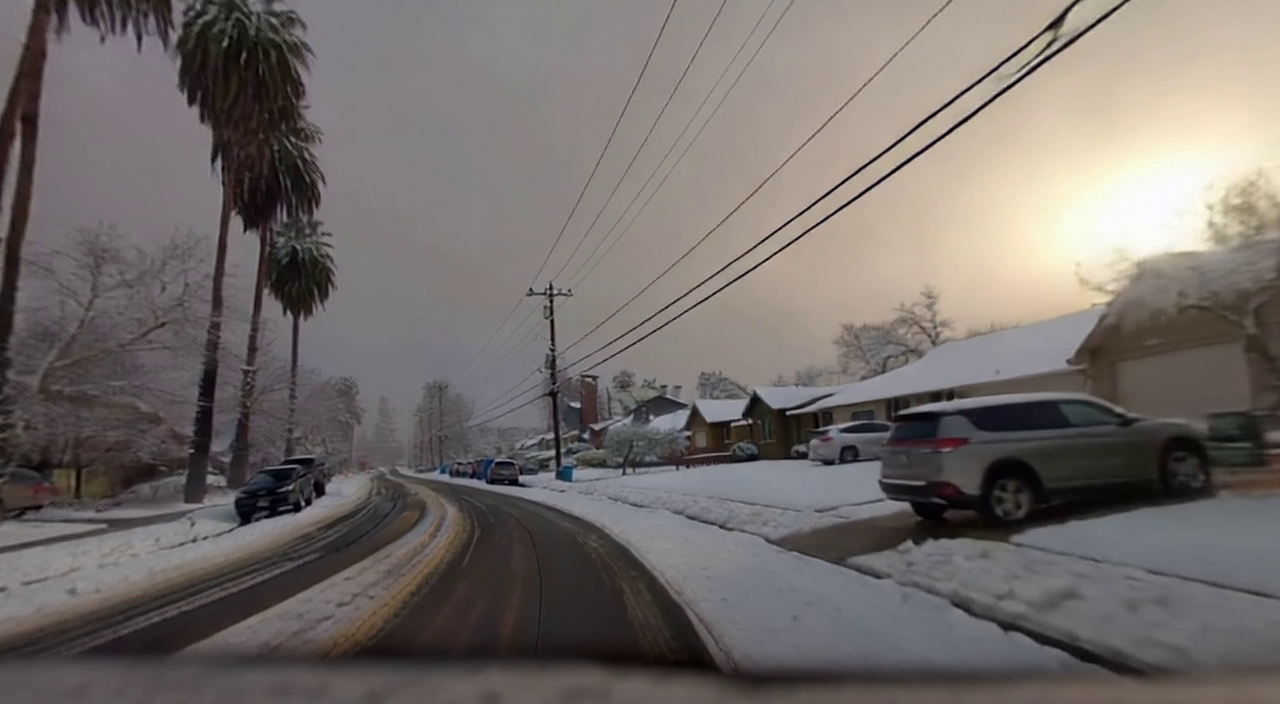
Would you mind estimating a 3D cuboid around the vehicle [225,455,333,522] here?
[{"bbox_3d":[-11.719,4.433,20.911,2.410,1.790,4.699,1,-10,-22],"label":"vehicle"}]

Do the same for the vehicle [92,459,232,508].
[{"bbox_3d":[-19.748,5.429,26.304,4.060,1.843,1.979,2,-9,-16],"label":"vehicle"}]

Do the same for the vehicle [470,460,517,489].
[{"bbox_3d":[-8.531,7.061,36.650,1.870,1.490,3.802,4,-10,-25],"label":"vehicle"}]

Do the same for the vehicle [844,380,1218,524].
[{"bbox_3d":[6.526,1.689,10.871,5.102,2.040,2.472,2,-9,-14],"label":"vehicle"}]
